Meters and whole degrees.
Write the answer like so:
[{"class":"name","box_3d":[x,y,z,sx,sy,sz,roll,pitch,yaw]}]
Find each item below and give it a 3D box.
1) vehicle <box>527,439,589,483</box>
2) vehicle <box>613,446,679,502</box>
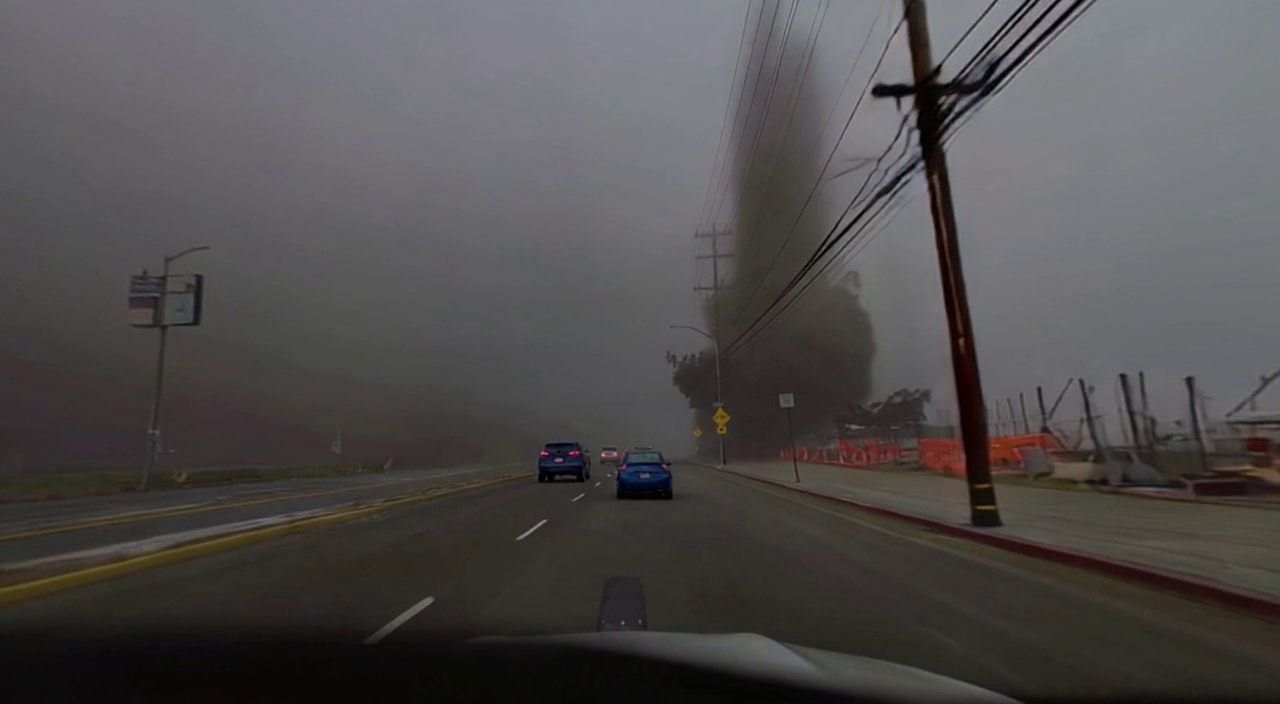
[{"class":"vehicle","box_3d":[-3.558,4.841,28.180,2.078,1.804,4.387,-1,-8,2]},{"class":"vehicle","box_3d":[0.181,4.106,21.565,2.059,1.691,3.980,0,-8,0]}]
